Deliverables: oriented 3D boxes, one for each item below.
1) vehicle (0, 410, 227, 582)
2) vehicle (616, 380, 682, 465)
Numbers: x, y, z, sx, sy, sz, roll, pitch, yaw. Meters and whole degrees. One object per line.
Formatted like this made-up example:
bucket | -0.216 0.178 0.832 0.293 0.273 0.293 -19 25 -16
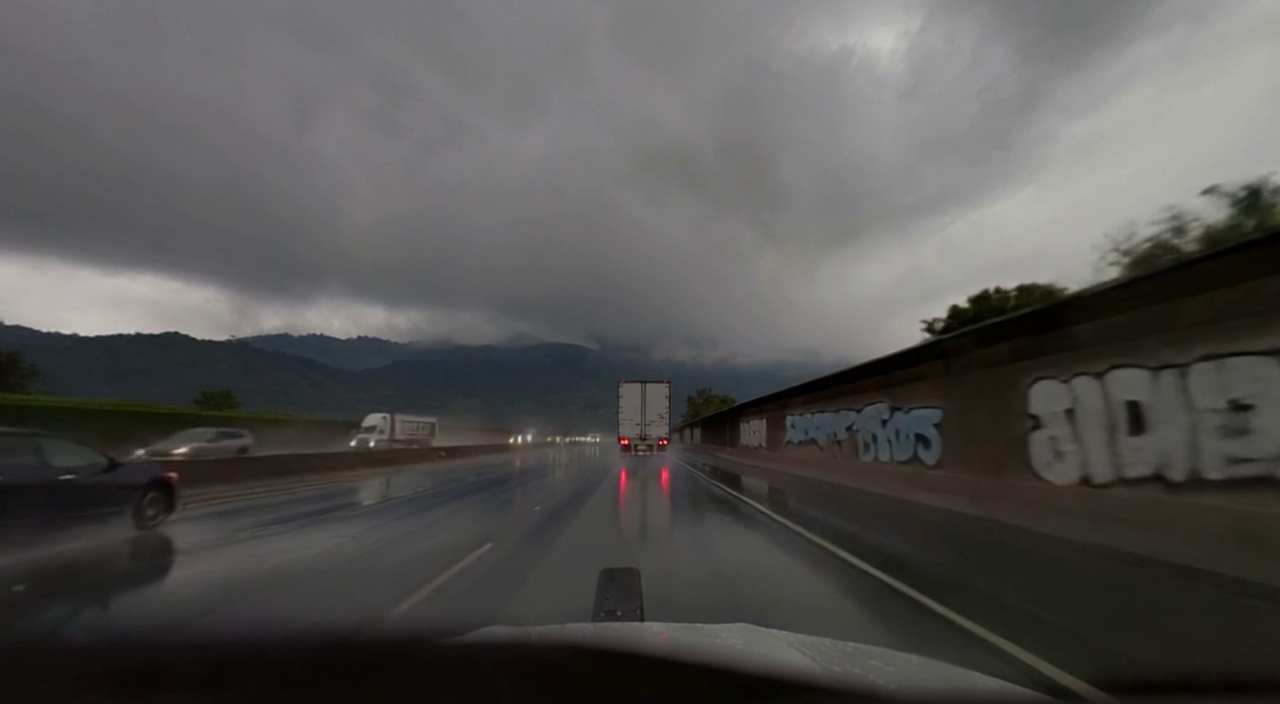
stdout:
vehicle | -6.733 1.390 6.406 1.982 1.535 4.519 0 -8 0
vehicle | 0.200 3.872 33.620 2.921 3.765 10.773 1 -8 -2
